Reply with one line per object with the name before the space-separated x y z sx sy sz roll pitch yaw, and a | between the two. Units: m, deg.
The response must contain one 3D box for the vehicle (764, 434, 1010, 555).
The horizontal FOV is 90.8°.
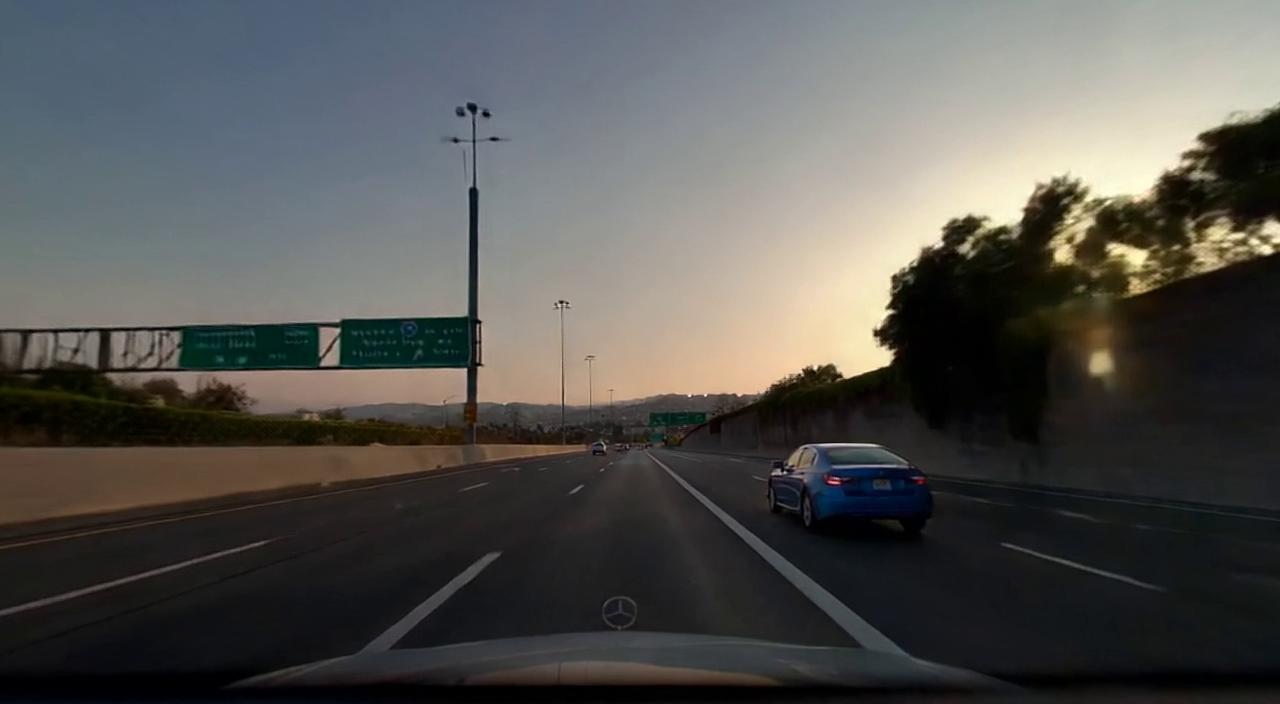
vehicle | 3.539 2.120 10.237 1.989 1.479 4.670 0 -9 -1
